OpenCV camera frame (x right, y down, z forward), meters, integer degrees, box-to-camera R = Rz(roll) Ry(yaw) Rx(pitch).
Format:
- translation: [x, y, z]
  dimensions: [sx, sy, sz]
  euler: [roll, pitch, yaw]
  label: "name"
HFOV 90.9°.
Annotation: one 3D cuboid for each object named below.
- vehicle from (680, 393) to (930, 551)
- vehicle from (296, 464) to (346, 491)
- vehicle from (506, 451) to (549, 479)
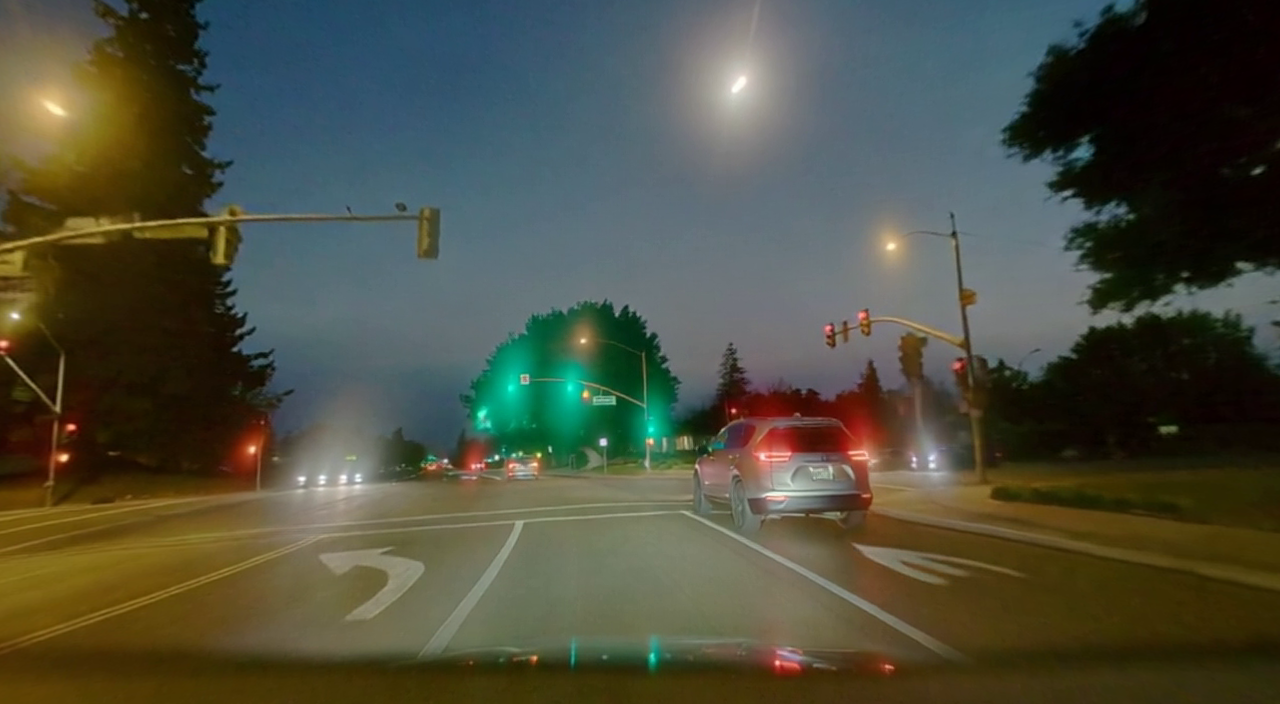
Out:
- translation: [2.414, 2.022, 11.294]
  dimensions: [2.338, 2.063, 5.592]
  euler: [1, -9, -7]
  label: "vehicle"
- translation: [-21.535, 8.487, 42.768]
  dimensions: [1.955, 1.509, 4.640]
  euler: [-1, -9, -13]
  label: "vehicle"
- translation: [-7.431, 7.361, 41.305]
  dimensions: [2.138, 1.729, 4.178]
  euler: [3, -9, -18]
  label: "vehicle"
